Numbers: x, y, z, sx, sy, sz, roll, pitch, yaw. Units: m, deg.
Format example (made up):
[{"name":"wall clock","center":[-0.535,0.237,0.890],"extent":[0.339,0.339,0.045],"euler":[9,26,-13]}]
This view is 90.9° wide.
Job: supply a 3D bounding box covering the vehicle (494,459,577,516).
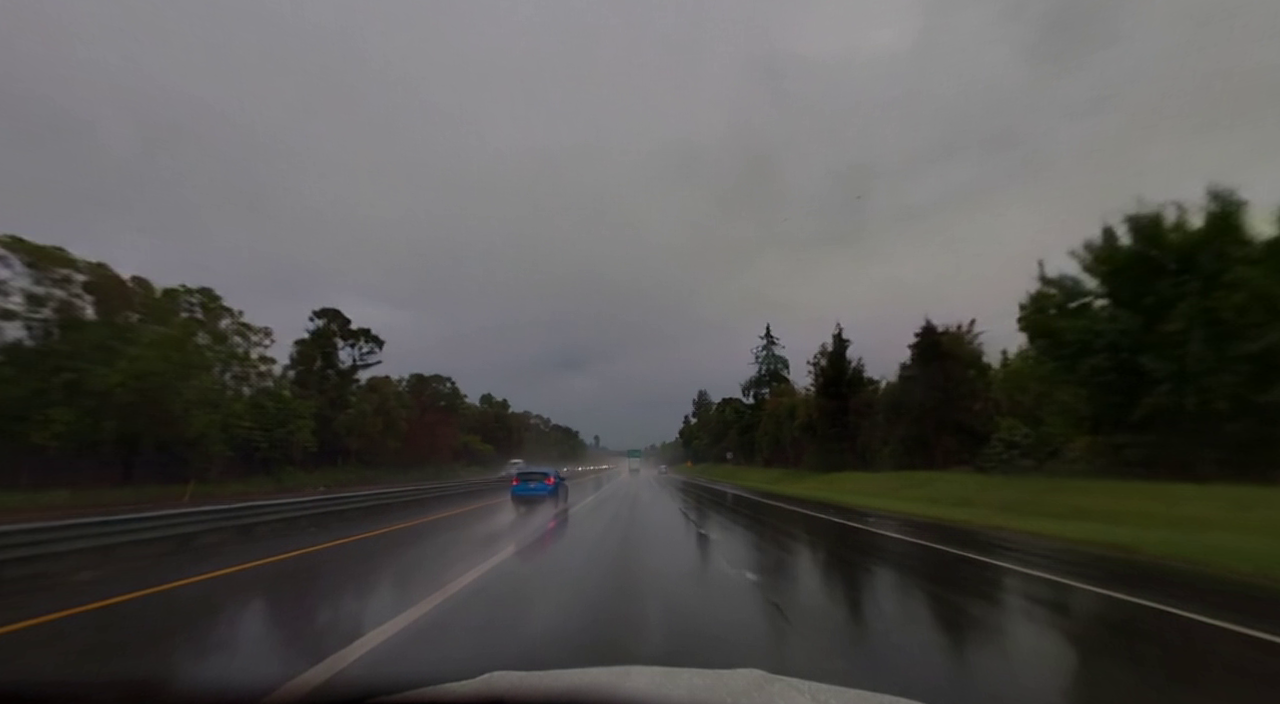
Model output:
[{"name":"vehicle","center":[-3.121,4.154,19.652],"extent":[1.797,1.532,4.072],"euler":[1,-10,1]}]
